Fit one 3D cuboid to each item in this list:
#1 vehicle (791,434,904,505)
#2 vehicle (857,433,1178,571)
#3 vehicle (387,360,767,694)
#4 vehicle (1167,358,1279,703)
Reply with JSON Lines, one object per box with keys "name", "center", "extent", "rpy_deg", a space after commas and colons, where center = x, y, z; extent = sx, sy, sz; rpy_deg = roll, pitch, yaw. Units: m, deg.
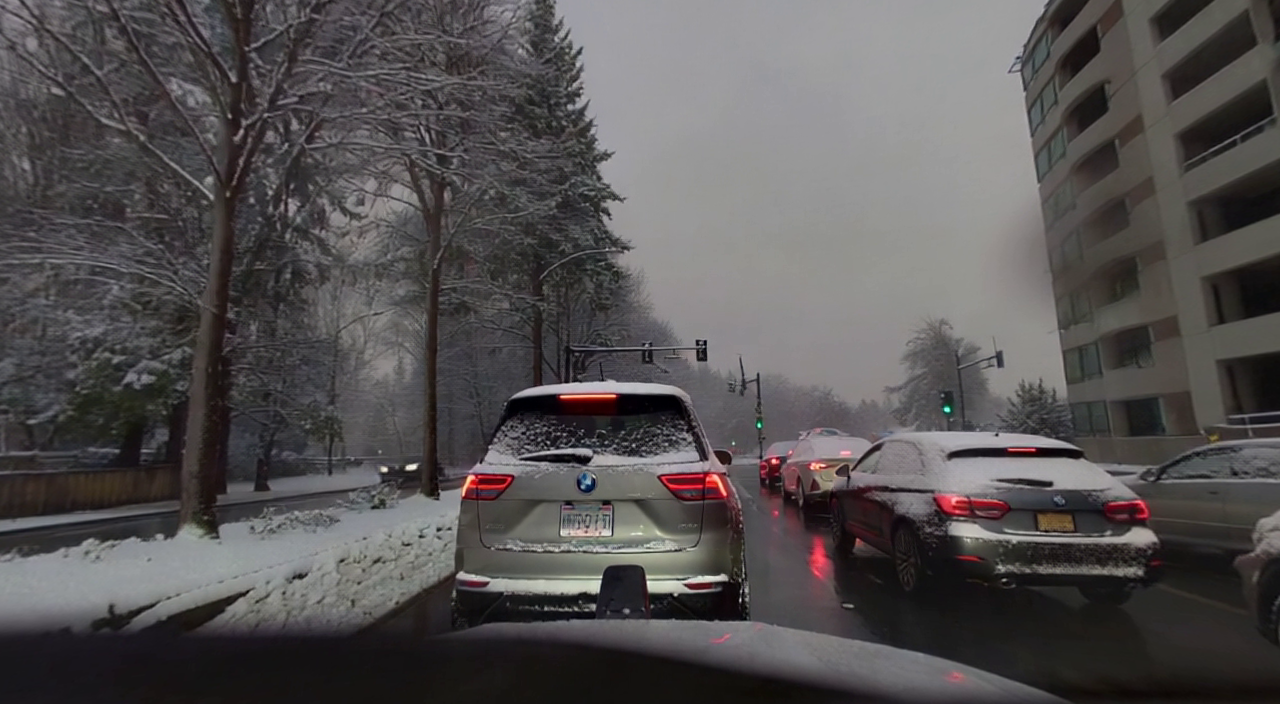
{"name": "vehicle", "center": [5.313, 3.033, 16.724], "extent": [1.994, 1.638, 4.100], "rpy_deg": [-1, -8, 6]}
{"name": "vehicle", "center": [4.889, 1.971, 9.177], "extent": [1.963, 1.480, 4.553], "rpy_deg": [0, -8, 2]}
{"name": "vehicle", "center": [-0.212, 1.233, 5.567], "extent": [2.021, 1.742, 4.295], "rpy_deg": [-1, -8, 4]}
{"name": "vehicle", "center": [4.055, 0.611, 1.131], "extent": [1.993, 1.719, 4.953], "rpy_deg": [0, -8, 1]}
